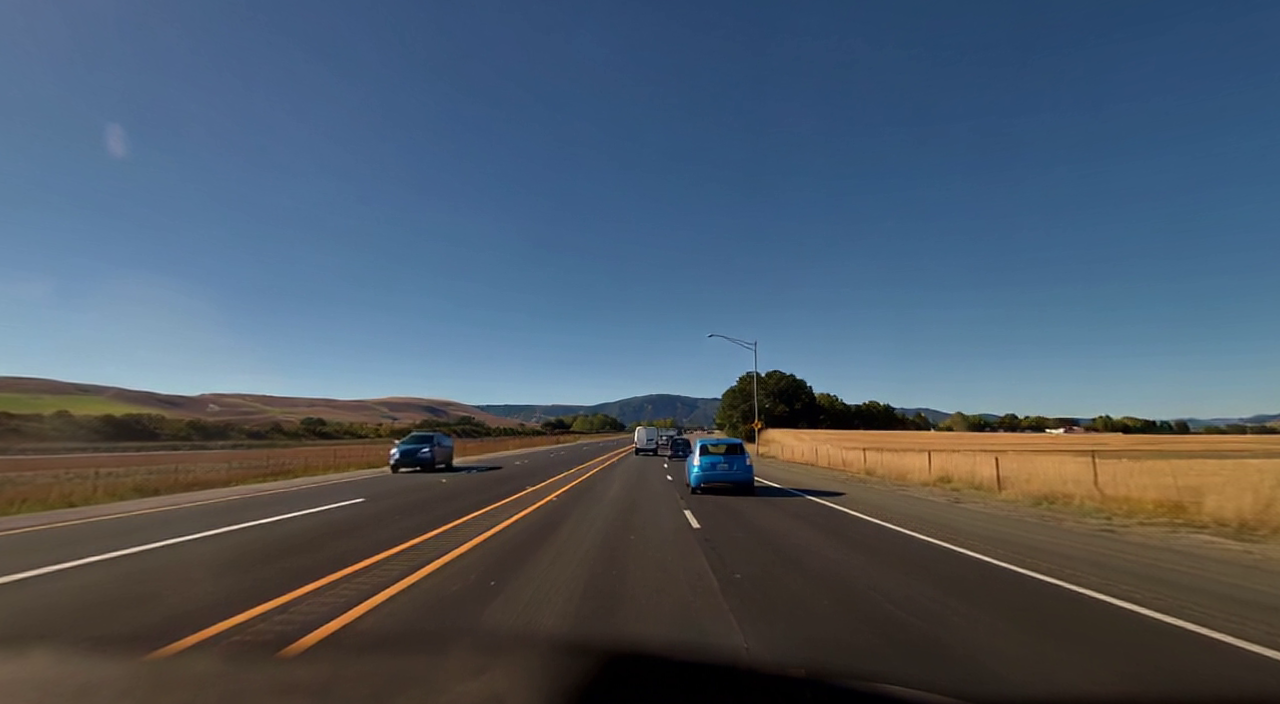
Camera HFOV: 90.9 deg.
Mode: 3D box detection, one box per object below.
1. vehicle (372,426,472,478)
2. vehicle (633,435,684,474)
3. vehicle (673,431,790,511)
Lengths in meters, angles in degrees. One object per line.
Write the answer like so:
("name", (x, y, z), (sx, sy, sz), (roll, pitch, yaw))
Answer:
("vehicle", (-8.027, 3.739, 23.744), (2.070, 1.744, 4.472), (0, -8, 1))
("vehicle", (0.744, 4.467, 27.731), (2.026, 1.531, 4.273), (0, -8, -1))
("vehicle", (1.885, 2.617, 14.322), (2.007, 1.534, 3.976), (0, -8, -1))
